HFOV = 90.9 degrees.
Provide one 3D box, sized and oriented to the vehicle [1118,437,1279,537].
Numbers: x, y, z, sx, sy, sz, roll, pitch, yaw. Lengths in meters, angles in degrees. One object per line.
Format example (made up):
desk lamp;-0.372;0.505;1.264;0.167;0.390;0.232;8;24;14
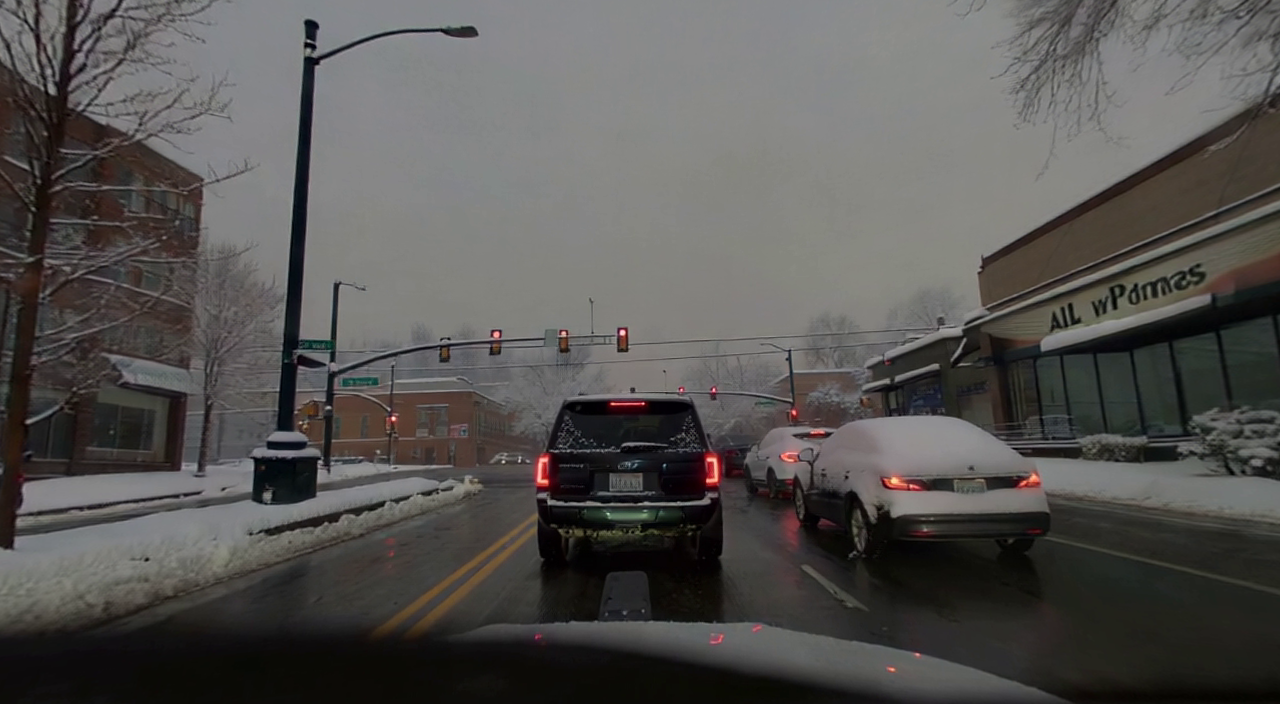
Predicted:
vehicle;10.419;2.128;10.227;1.815;1.468;4.534;0;-8;1

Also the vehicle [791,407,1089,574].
vehicle;3.642;1.762;8.788;2.036;1.719;4.318;0;-8;0

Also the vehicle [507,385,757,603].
vehicle;0.020;1.540;7.682;2.154;1.861;4.280;0;-8;3

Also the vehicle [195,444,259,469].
vehicle;-27.357;6.884;41.906;1.693;1.563;3.716;0;-8;0
